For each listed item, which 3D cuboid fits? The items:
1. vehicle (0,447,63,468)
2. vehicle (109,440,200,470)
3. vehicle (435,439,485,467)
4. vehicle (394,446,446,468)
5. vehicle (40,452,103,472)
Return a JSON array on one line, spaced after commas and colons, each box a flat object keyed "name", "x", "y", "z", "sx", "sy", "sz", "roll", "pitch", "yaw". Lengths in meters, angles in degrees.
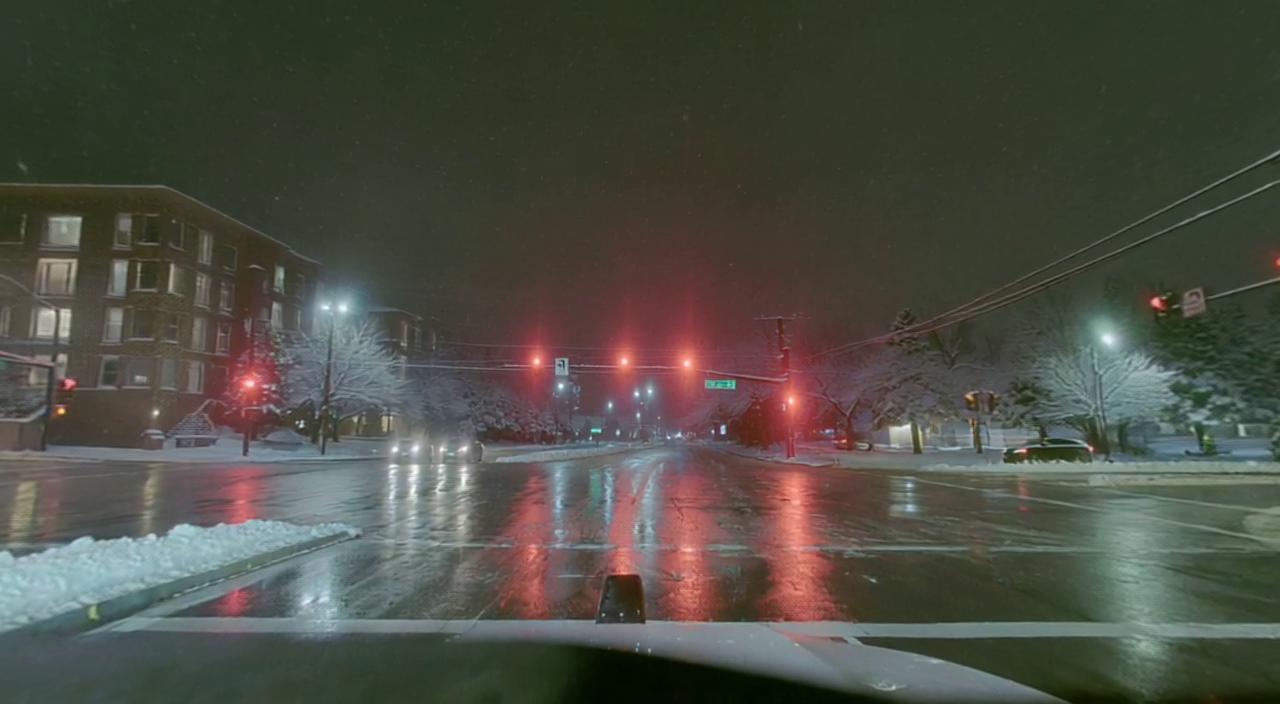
[{"name": "vehicle", "x": -45.275, "y": 7.759, "z": 46.596, "sx": 1.858, "sy": 1.467, "sz": 3.624, "roll": 0, "pitch": -8, "yaw": 0}, {"name": "vehicle", "x": -34.915, "y": 7.412, "z": 45.725, "sx": 2.204, "sy": 1.955, "sz": 5.518, "roll": 0, "pitch": -8, "yaw": 0}, {"name": "vehicle", "x": -11.983, "y": 6.759, "z": 42.338, "sx": 2.080, "sy": 1.763, "sz": 4.341, "roll": 0, "pitch": -8, "yaw": 0}, {"name": "vehicle", "x": -15.511, "y": 7.424, "z": 44.805, "sx": 2.056, "sy": 1.450, "sz": 4.343, "roll": 0, "pitch": -8, "yaw": 0}, {"name": "vehicle", "x": -41.606, "y": 8.024, "z": 46.316, "sx": 1.552, "sy": 1.339, "sz": 3.340, "roll": -1, "pitch": -8, "yaw": -1}]
